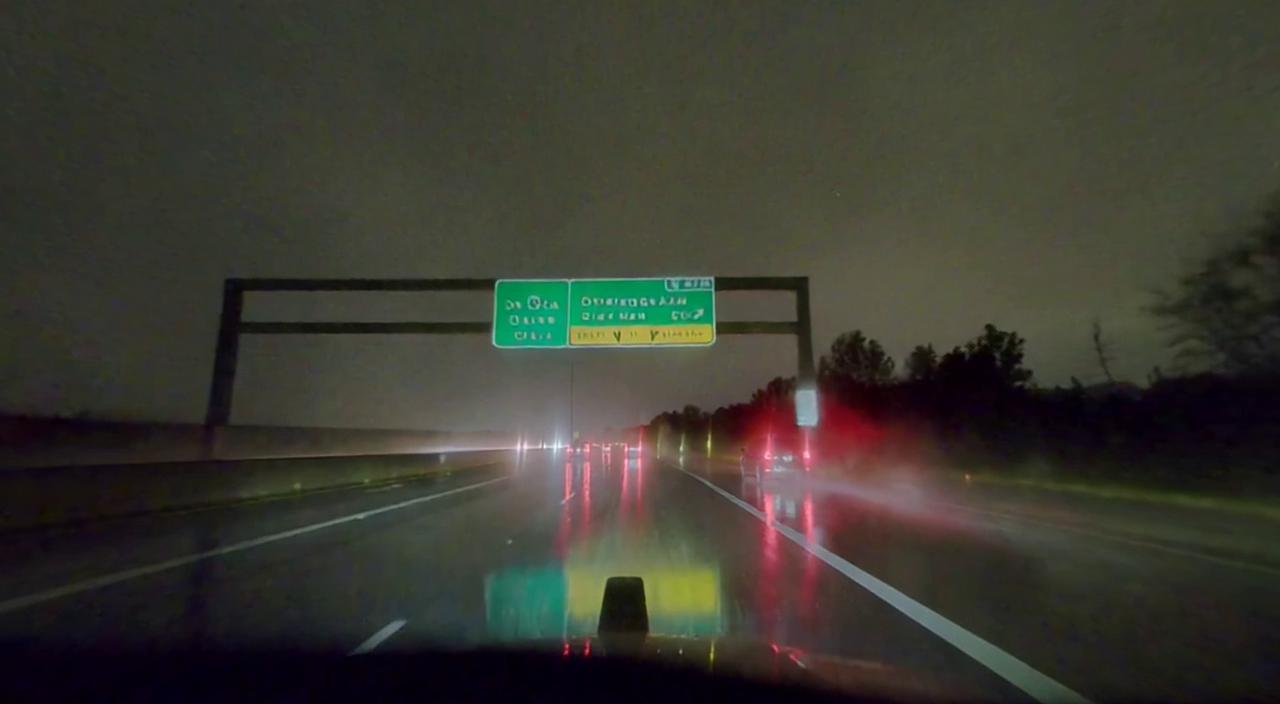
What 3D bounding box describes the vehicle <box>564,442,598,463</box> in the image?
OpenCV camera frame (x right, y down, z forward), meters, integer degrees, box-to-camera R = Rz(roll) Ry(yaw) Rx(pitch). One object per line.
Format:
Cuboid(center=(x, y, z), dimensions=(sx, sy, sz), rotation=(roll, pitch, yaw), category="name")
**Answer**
Cuboid(center=(-4.325, 7.424, 46.649), dimensions=(2.211, 1.524, 3.651), rotation=(0, -8, 0), category="vehicle")
